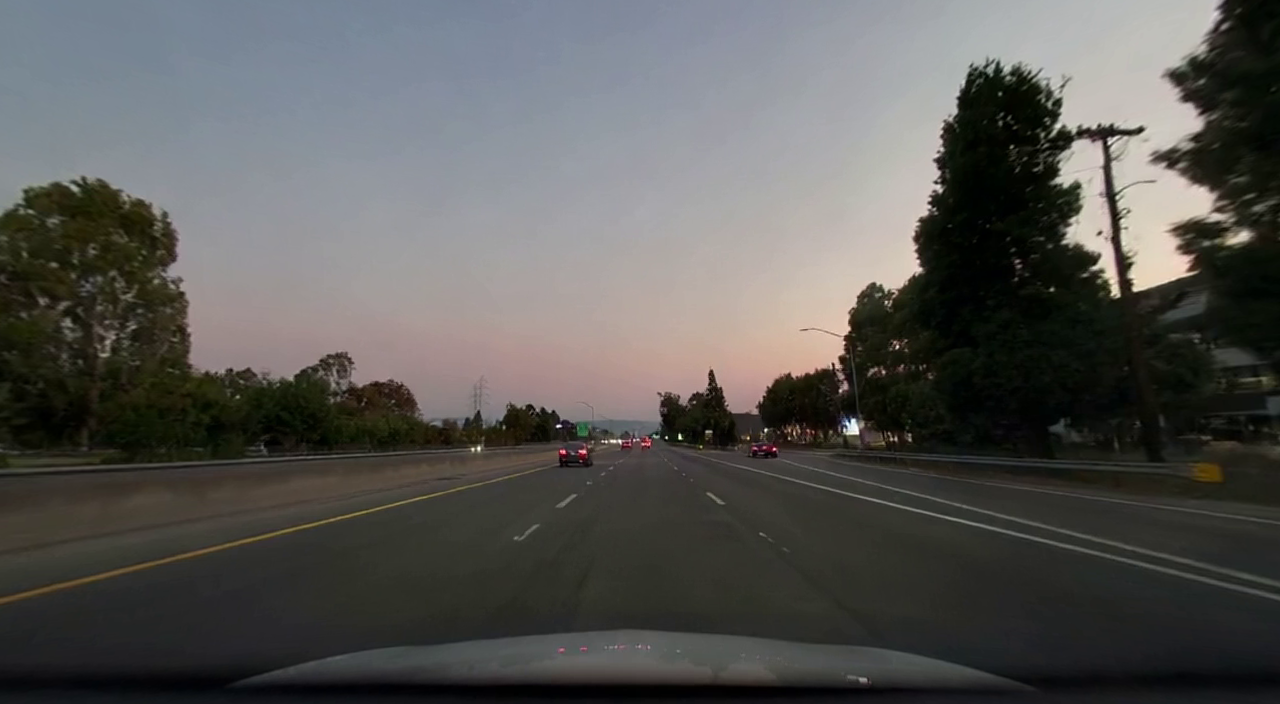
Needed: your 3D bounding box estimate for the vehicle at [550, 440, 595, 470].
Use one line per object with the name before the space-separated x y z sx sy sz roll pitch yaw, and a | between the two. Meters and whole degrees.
vehicle | -3.727 5.763 35.358 2.015 1.557 4.229 0 -9 1
